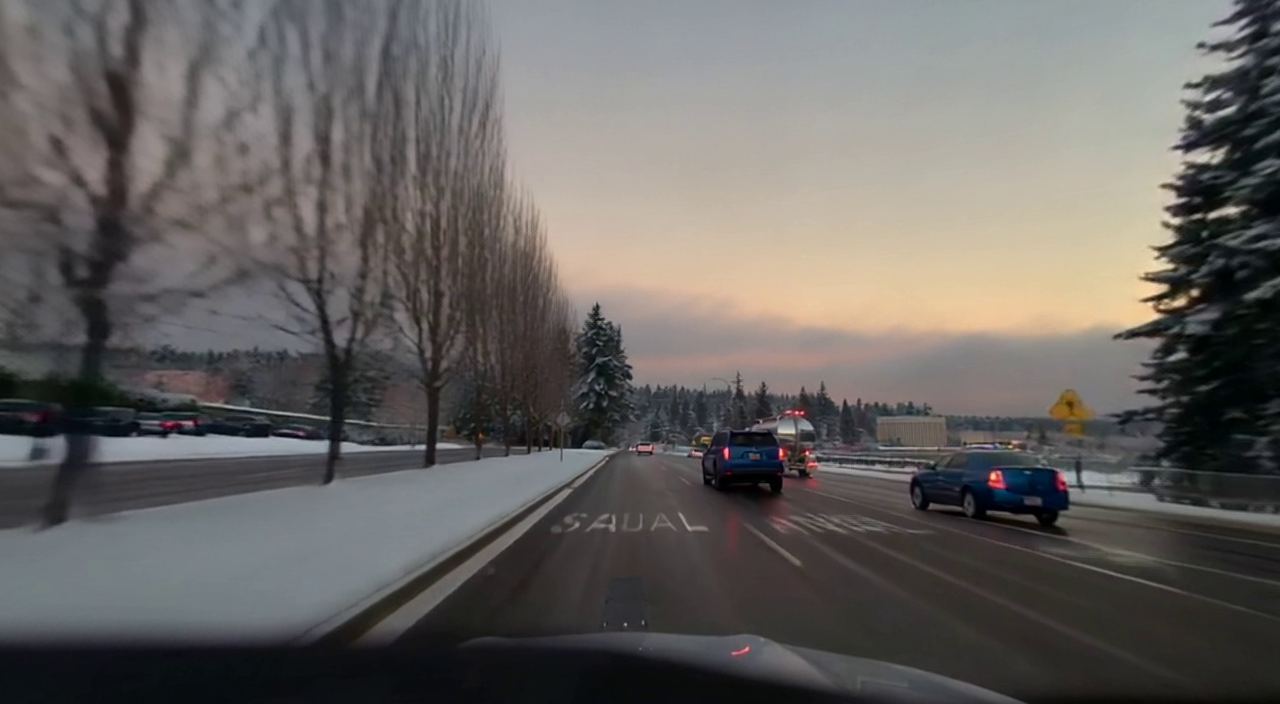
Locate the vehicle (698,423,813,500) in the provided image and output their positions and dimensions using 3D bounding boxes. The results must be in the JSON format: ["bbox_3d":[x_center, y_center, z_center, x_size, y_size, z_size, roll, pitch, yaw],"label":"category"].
[{"bbox_3d":[2.825,2.817,16.574,2.045,1.729,4.532,0,-8,-1],"label":"vehicle"}]

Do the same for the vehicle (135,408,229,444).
[{"bbox_3d":[-29.083,4.690,40.041,4.573,1.751,2.109,4,-6,12],"label":"vehicle"}]

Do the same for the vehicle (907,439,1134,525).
[{"bbox_3d":[7.656,2.617,13.326,1.966,1.476,4.270,0,-8,-3],"label":"vehicle"}]
